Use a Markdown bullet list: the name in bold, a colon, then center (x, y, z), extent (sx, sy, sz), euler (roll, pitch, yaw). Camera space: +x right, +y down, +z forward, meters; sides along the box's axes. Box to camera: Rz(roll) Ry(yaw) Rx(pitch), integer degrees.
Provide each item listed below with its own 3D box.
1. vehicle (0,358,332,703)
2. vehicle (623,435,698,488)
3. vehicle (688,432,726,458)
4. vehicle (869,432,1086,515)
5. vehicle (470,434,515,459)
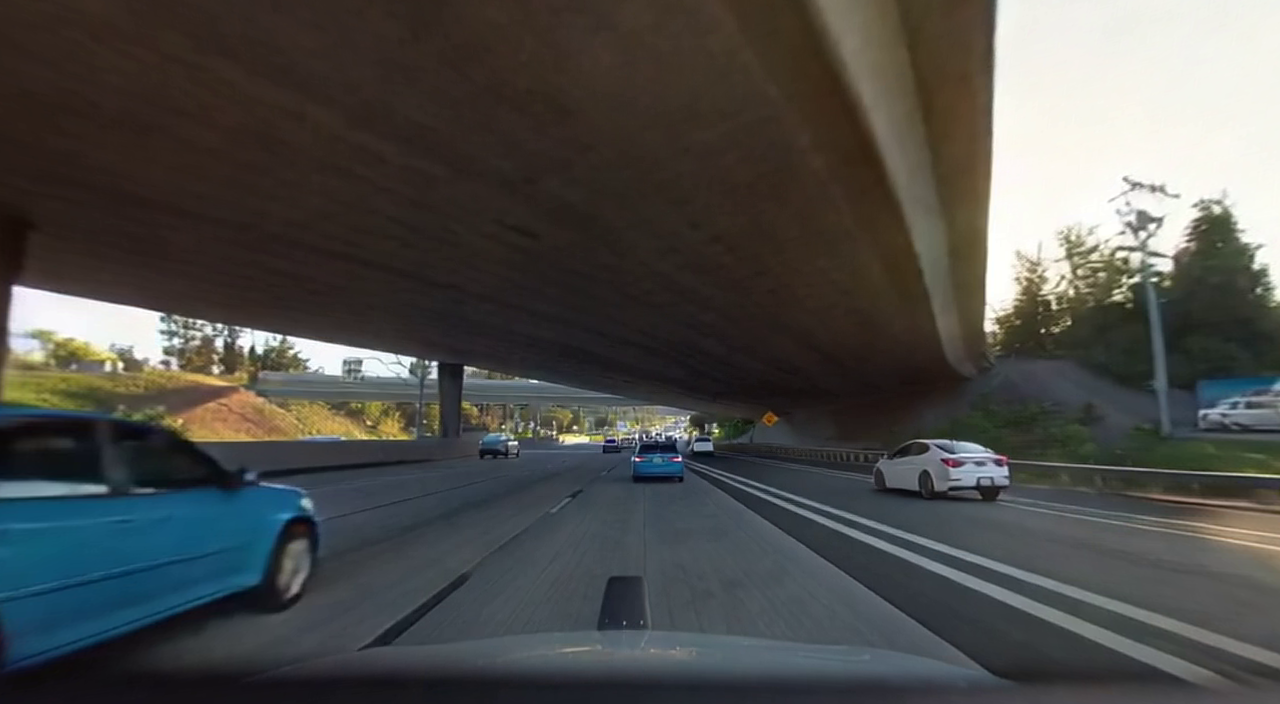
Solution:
- **vehicle**: center (-3.616, 0.840, 2.713), extent (1.927, 1.586, 5.142), euler (0, -8, 1)
- **vehicle**: center (0.566, 3.398, 19.890), extent (2.113, 1.464, 4.073), euler (0, -8, 0)
- **vehicle**: center (4.930, 6.962, 47.163), extent (2.261, 1.781, 4.709), euler (0, -8, -1)
- **vehicle**: center (6.715, 2.450, 13.244), extent (2.030, 1.442, 4.358), euler (0, -8, -2)
- **vehicle**: center (-10.268, 6.632, 44.264), extent (1.950, 1.664, 4.403), euler (0, -8, 2)
